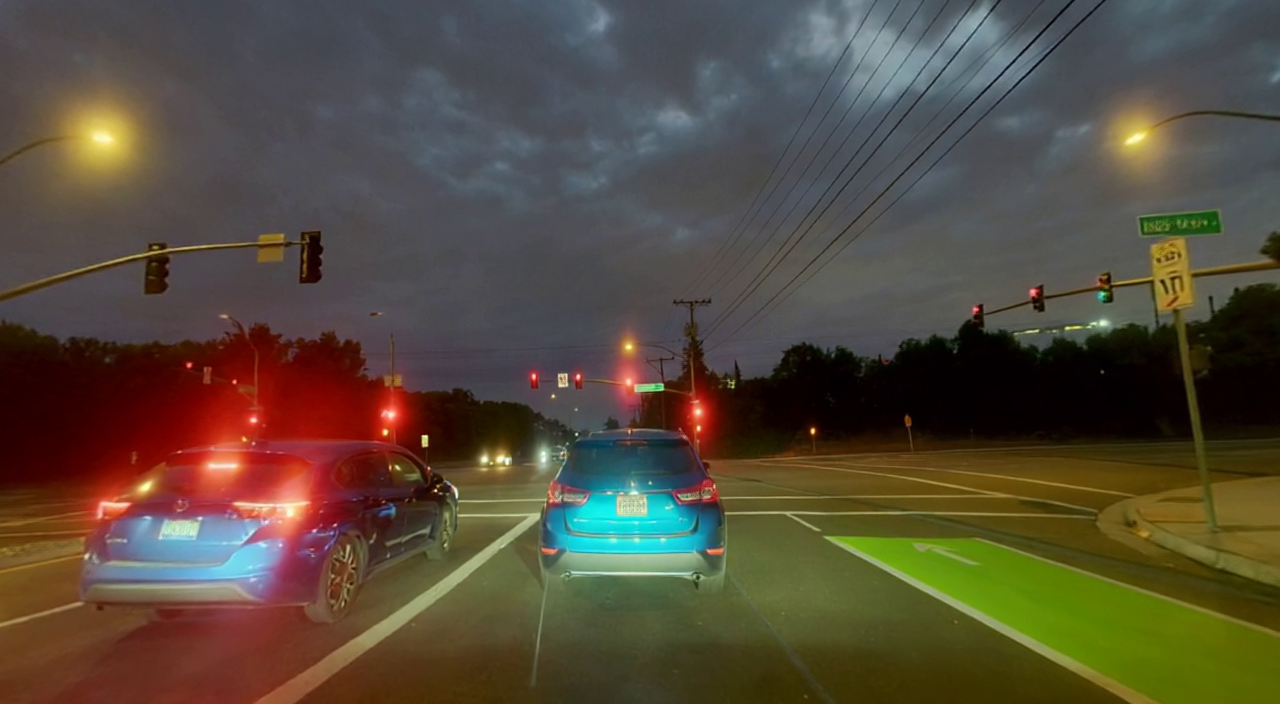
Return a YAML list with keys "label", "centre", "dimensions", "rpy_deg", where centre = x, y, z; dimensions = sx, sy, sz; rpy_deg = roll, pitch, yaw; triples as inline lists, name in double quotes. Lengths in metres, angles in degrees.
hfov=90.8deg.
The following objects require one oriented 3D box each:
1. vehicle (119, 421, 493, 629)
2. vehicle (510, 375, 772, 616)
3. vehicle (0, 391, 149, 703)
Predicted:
- label: "vehicle"
  centre: [-2.923, 1.597, 6.642]
  dimensions: [1.726, 1.506, 3.840]
  rpy_deg: [0, -10, 1]
- label: "vehicle"
  centre: [-0.026, 1.559, 7.640]
  dimensions: [2.036, 1.885, 5.196]
  rpy_deg: [0, -10, -1]
- label: "vehicle"
  centre: [-3.479, 0.618, 0.375]
  dimensions: [2.138, 1.488, 5.327]
  rpy_deg: [0, -8, 0]
